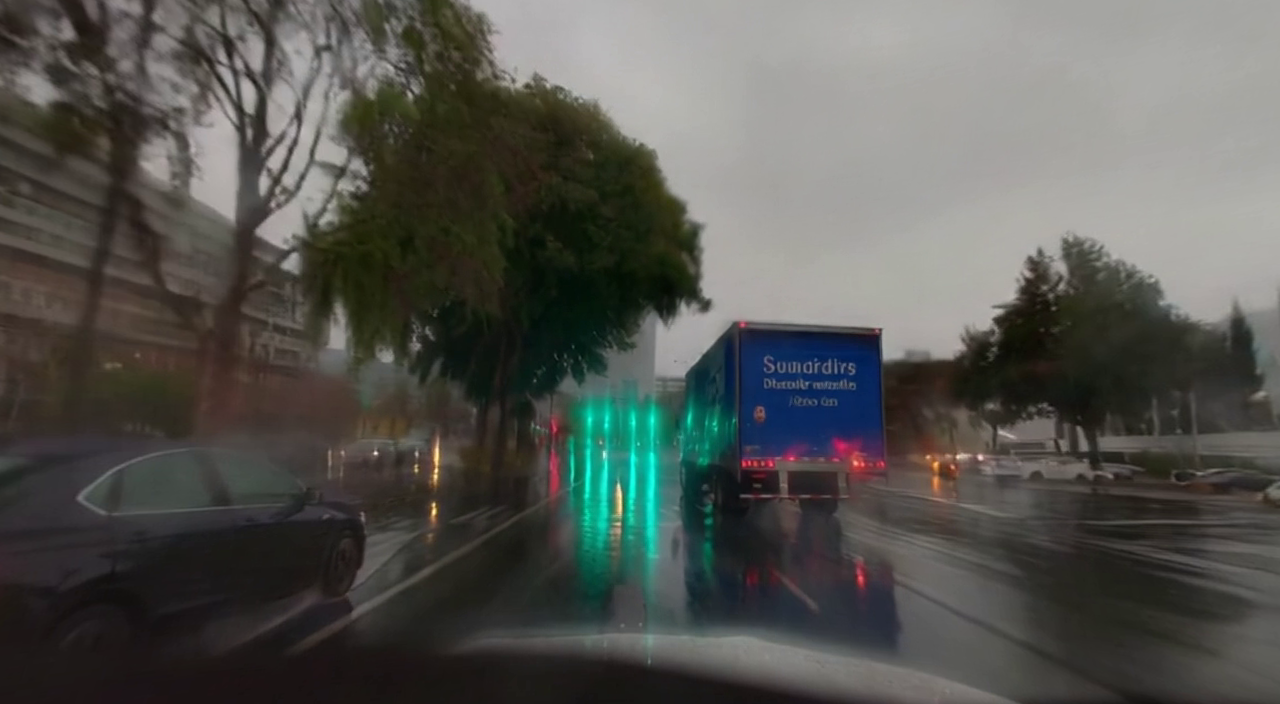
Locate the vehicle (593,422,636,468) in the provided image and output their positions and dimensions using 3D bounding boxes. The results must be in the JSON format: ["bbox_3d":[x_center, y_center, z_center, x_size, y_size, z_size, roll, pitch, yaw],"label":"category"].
[{"bbox_3d":[-2.053,7.090,47.585,2.837,3.142,7.371,2,-9,-5],"label":"vehicle"}]

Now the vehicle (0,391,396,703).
[{"bbox_3d":[-3.566,1.225,4.550,1.828,1.515,4.422,0,-9,0],"label":"vehicle"}]

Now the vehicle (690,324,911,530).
[{"bbox_3d":[3.168,1.924,15.395,2.905,3.644,8.441,0,-9,-2],"label":"vehicle"}]

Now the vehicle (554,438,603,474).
[{"bbox_3d":[-3.426,5.662,34.285,2.388,1.811,4.455,1,-9,-8],"label":"vehicle"}]
